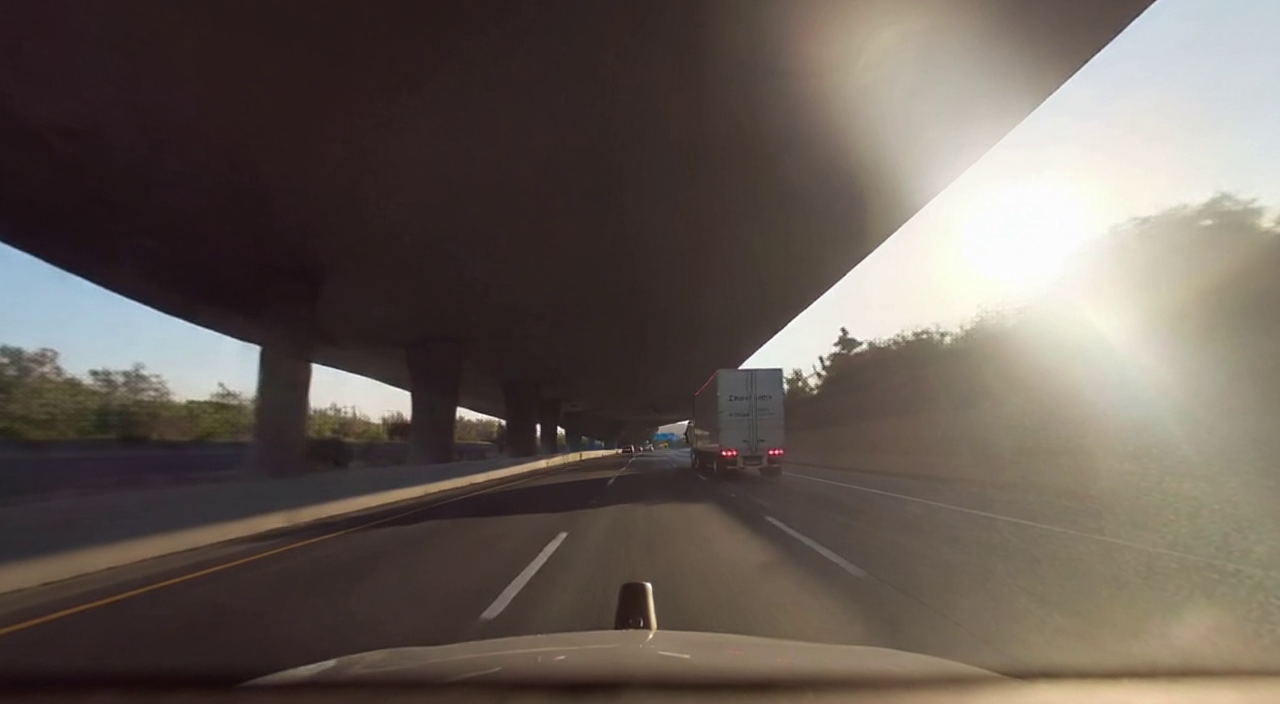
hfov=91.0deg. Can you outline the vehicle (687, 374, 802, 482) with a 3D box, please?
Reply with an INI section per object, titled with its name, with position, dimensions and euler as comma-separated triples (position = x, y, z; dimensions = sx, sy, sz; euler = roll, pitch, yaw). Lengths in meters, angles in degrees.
[vehicle]
position = 4.618, 4.046, 32.148
dimensions = 3.187, 4.197, 15.004
euler = 0, -8, -1
